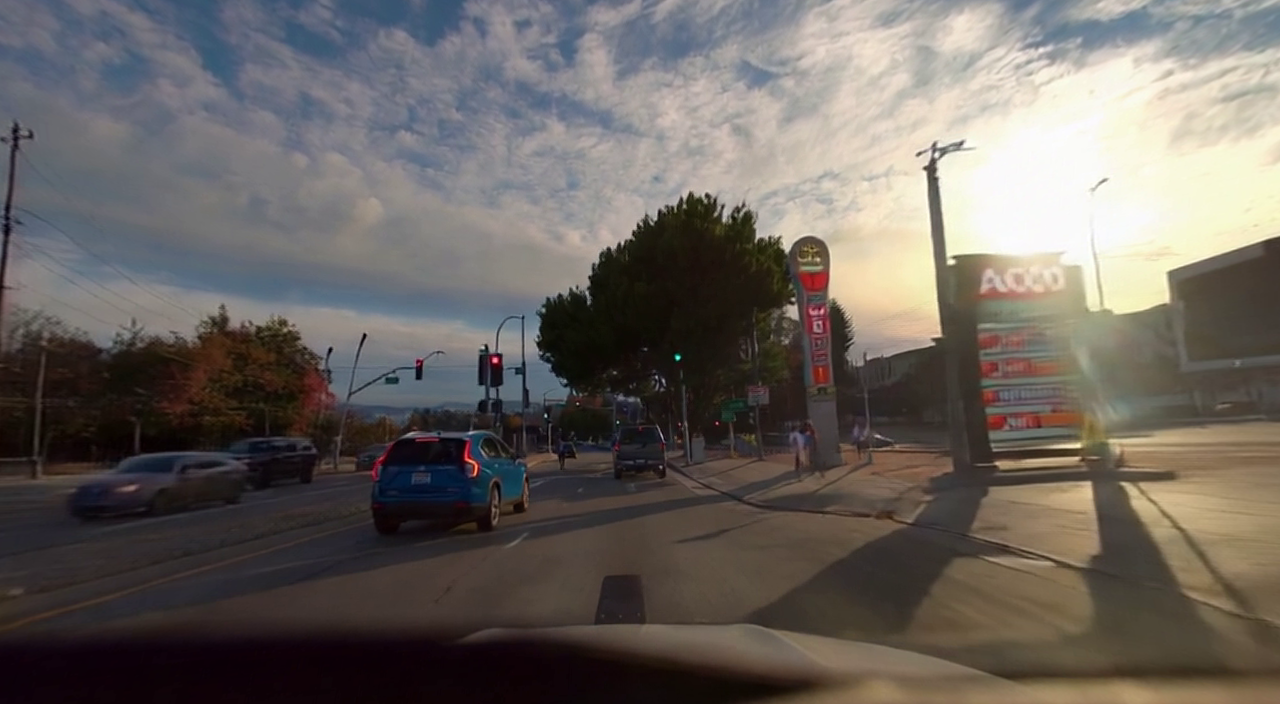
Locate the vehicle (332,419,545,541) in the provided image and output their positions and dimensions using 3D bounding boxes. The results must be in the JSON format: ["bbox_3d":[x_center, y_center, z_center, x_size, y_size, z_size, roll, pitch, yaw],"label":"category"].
[{"bbox_3d":[-3.295,2.229,11.618,2.247,1.734,4.919,0,-9,1],"label":"vehicle"}]

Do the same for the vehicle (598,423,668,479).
[{"bbox_3d":[-0.355,4.040,25.759,2.552,1.999,5.498,0,-9,-2],"label":"vehicle"}]

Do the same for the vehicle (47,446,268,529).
[{"bbox_3d":[-11.524,3.215,15.611,1.966,1.600,4.746,-3,-9,-3],"label":"vehicle"}]
